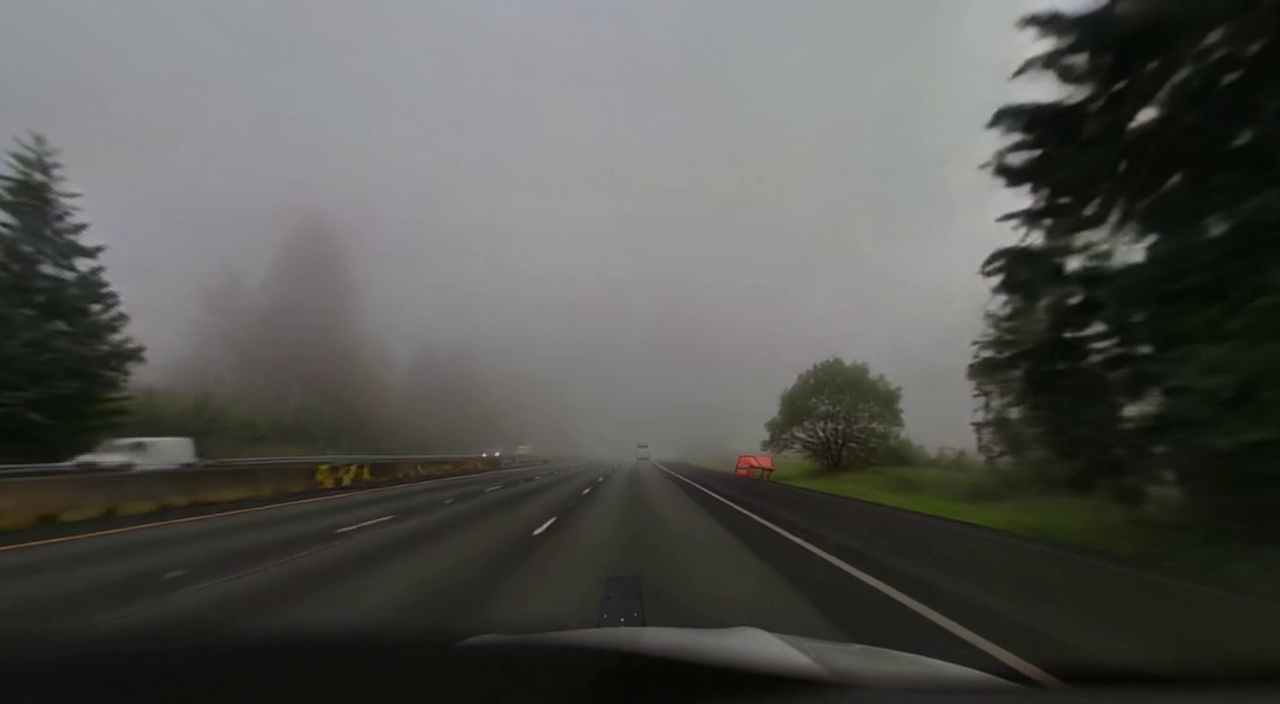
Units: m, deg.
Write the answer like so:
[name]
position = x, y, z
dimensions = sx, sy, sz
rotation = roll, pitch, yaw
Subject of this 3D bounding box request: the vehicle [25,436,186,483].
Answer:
[vehicle]
position = -20.345, 4.114, 24.352
dimensions = 1.961, 1.603, 4.774
rotation = 0, -9, 1
